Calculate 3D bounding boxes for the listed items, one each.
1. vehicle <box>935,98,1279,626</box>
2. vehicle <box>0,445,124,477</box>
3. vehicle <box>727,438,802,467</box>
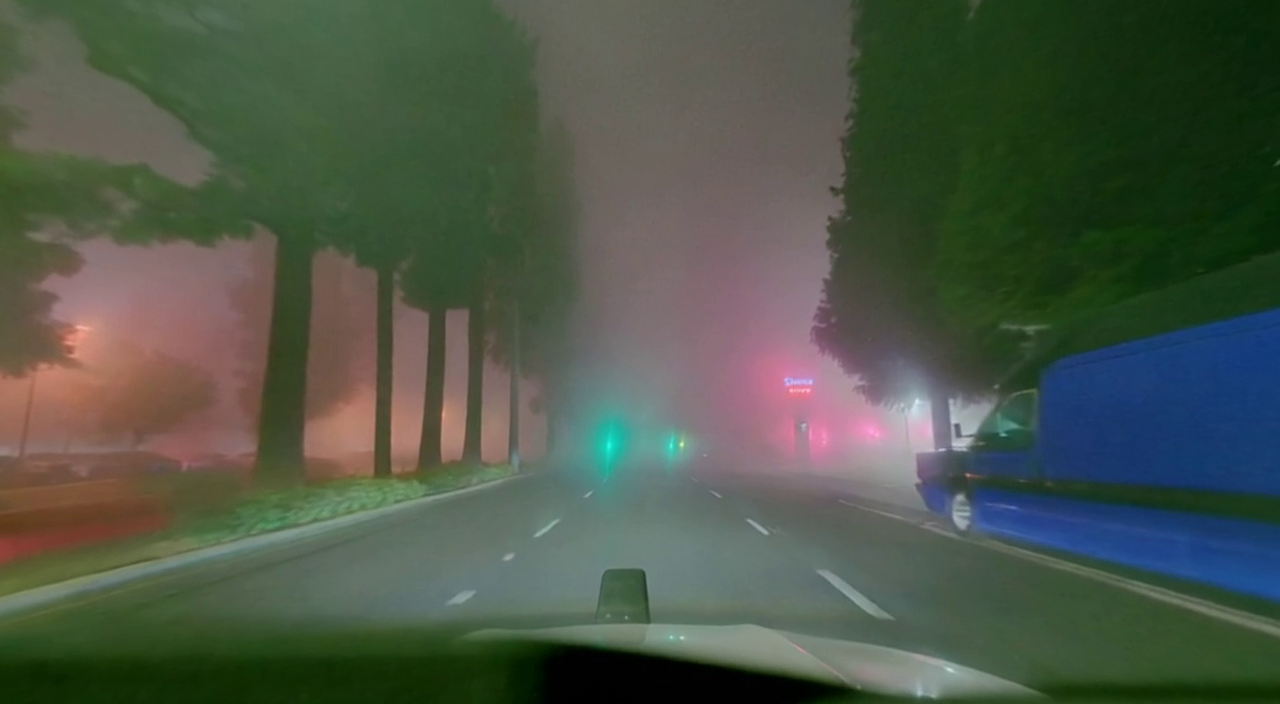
[{"bbox_3d":[6.493,0.035,4.603,3.145,4.015,10.939,0,-9,-1],"label":"vehicle"},{"bbox_3d":[-32.177,6.041,35.108,4.796,1.581,2.278,-2,-9,-1],"label":"vehicle"},{"bbox_3d":[9.687,7.801,48.999,5.329,2.114,2.325,-3,-9,19],"label":"vehicle"}]
